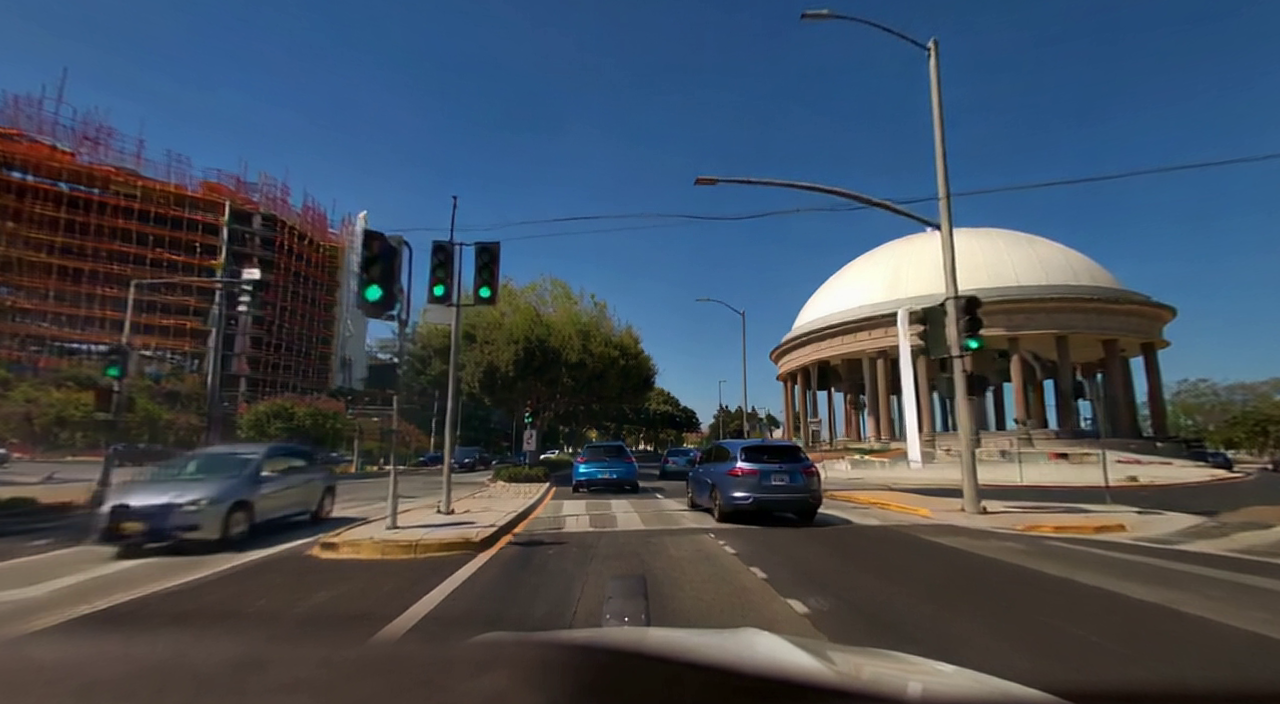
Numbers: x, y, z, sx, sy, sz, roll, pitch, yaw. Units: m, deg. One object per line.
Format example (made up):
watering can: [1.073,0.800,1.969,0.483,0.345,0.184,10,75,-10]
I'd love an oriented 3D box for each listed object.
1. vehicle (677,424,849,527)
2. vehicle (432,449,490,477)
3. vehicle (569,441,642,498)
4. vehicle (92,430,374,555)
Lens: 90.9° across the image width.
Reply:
vehicle: [2.334,2.561,13.628,2.320,1.772,4.872,0,-9,-5]
vehicle: [-10.756,6.687,38.251,2.121,1.513,4.827,-1,-9,0]
vehicle: [-1.204,3.762,20.553,2.132,1.632,3.889,0,-9,-5]
vehicle: [-6.338,2.201,10.568,2.092,1.629,4.133,0,-9,-3]
